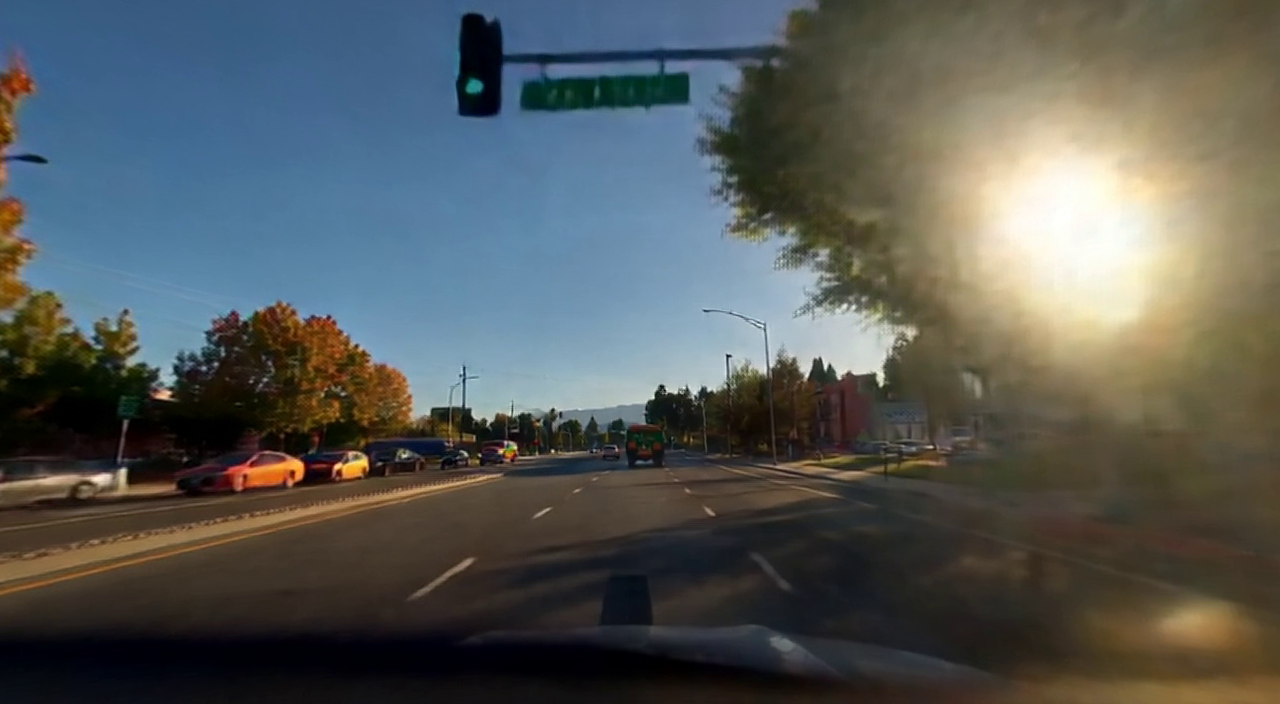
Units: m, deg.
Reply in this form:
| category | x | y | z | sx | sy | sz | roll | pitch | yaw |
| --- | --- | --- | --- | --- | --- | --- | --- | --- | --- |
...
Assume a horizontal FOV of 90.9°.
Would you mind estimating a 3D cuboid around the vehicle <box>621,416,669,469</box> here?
| category | x | y | z | sx | sy | sz | roll | pitch | yaw |
| --- | --- | --- | --- | --- | --- | --- | --- | --- | --- |
| vehicle | 0.268 | 6.100 | 42.506 | 2.843 | 3.120 | 10.422 | 0 | -8 | 0 |

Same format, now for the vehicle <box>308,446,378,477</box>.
| category | x | y | z | sx | sy | sz | roll | pitch | yaw |
| --- | --- | --- | --- | --- | --- | --- | --- | --- | --- |
| vehicle | -18.154 | 6.694 | 38.734 | 1.899 | 1.727 | 4.464 | 0 | -8 | 3 |

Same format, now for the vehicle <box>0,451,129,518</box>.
| category | x | y | z | sx | sy | sz | roll | pitch | yaw |
| --- | --- | --- | --- | --- | --- | --- | --- | --- | --- |
| vehicle | -15.382 | 3.178 | 15.331 | 1.853 | 1.449 | 4.601 | 0 | -8 | 3 |

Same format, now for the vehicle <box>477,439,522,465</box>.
| category | x | y | z | sx | sy | sz | roll | pitch | yaw |
| --- | --- | --- | --- | --- | --- | --- | --- | --- | --- |
| vehicle | -11.017 | 7.897 | 49.795 | 2.155 | 1.941 | 4.977 | 0 | -8 | 3 |

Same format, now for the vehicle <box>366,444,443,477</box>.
| category | x | y | z | sx | sy | sz | roll | pitch | yaw |
| --- | --- | --- | --- | --- | --- | --- | --- | --- | --- |
| vehicle | -11.527 | 5.338 | 31.247 | 1.884 | 1.486 | 4.566 | 0 | -8 | 2 |

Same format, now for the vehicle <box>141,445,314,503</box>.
| category | x | y | z | sx | sy | sz | roll | pitch | yaw |
| --- | --- | --- | --- | --- | --- | --- | --- | --- | --- |
| vehicle | -11.768 | 3.459 | 18.447 | 1.935 | 1.467 | 4.451 | 0 | -8 | 2 |
